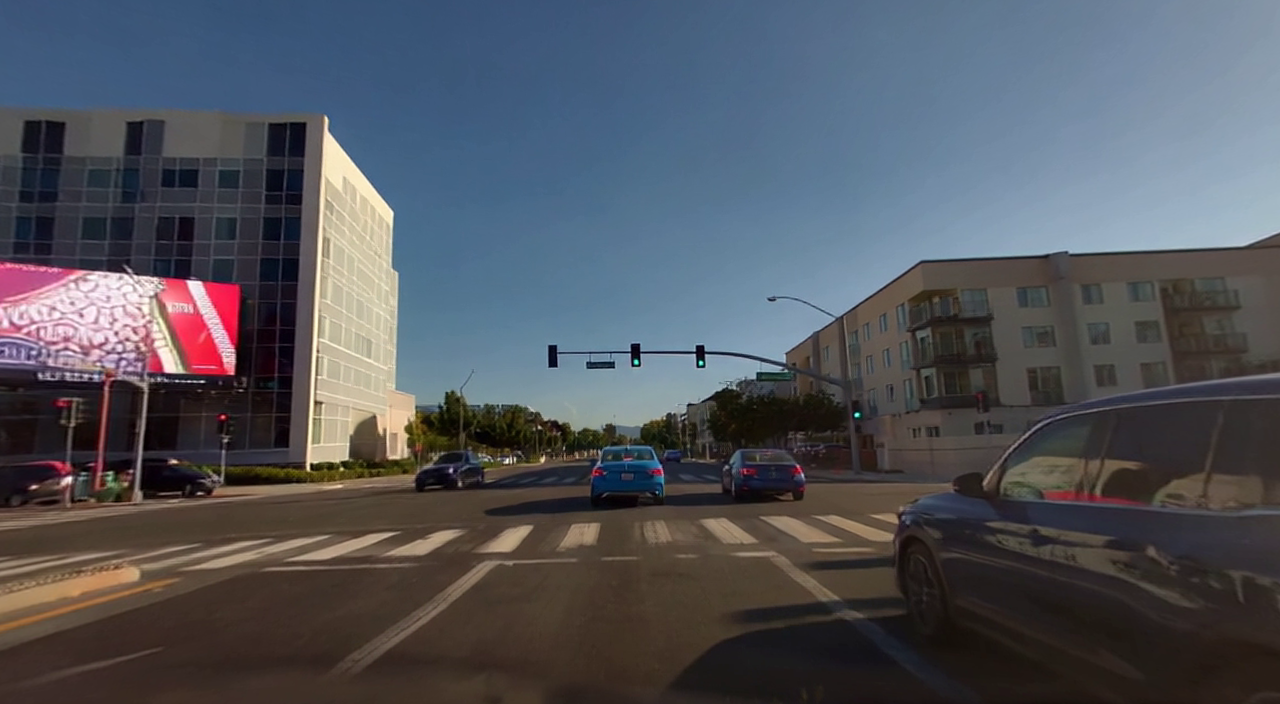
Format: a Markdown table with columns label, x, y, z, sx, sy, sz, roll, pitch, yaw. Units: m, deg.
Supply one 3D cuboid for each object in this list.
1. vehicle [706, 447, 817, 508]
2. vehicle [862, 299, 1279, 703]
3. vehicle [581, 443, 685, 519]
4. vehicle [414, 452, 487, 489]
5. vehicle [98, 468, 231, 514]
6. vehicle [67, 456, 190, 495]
| label | x | y | z | sx | sy | sz | roll | pitch | yaw |
| --- | --- | --- | --- | --- | --- | --- | --- | --- | --- |
| vehicle | 3.138 | 3.328 | 17.296 | 2.009 | 1.414 | 4.416 | 0 | -8 | -2 |
| vehicle | 2.980 | 0.926 | 3.224 | 2.047 | 1.785 | 4.357 | 0 | -8 | -1 |
| vehicle | -0.192 | 2.895 | 14.704 | 2.095 | 1.502 | 3.873 | 0 | -8 | -2 |
| vehicle | -8.684 | 5.438 | 29.332 | 1.879 | 1.510 | 4.619 | 0 | -8 | 1 |
| vehicle | -19.181 | 5.594 | 25.798 | 1.942 | 1.453 | 4.448 | 0 | -8 | 0 |
| vehicle | -27.618 | 6.659 | 34.418 | 2.300 | 1.932 | 5.056 | 0 | -9 | 2 |
